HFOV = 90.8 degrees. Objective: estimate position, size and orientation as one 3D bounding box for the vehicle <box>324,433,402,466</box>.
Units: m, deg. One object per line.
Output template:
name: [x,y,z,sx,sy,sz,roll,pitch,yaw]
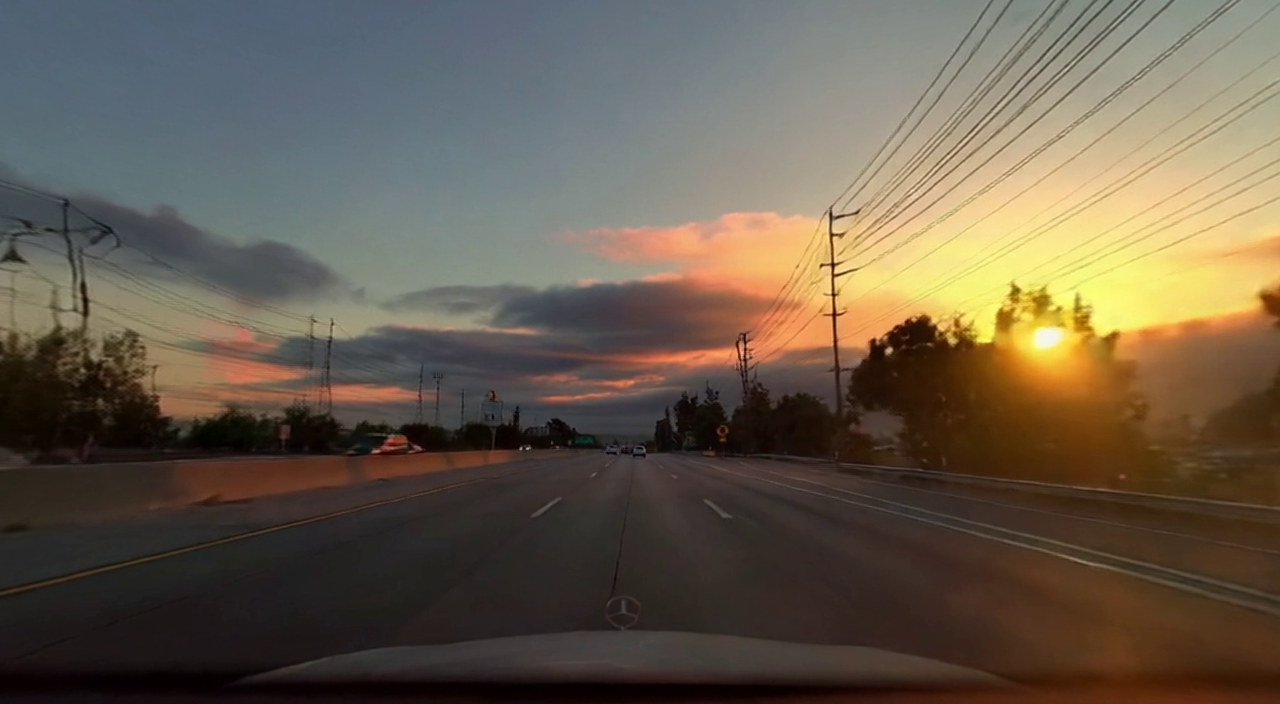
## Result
vehicle: [-17.899,6.357,41.249,2.470,1.990,5.765,0,-8,0]
